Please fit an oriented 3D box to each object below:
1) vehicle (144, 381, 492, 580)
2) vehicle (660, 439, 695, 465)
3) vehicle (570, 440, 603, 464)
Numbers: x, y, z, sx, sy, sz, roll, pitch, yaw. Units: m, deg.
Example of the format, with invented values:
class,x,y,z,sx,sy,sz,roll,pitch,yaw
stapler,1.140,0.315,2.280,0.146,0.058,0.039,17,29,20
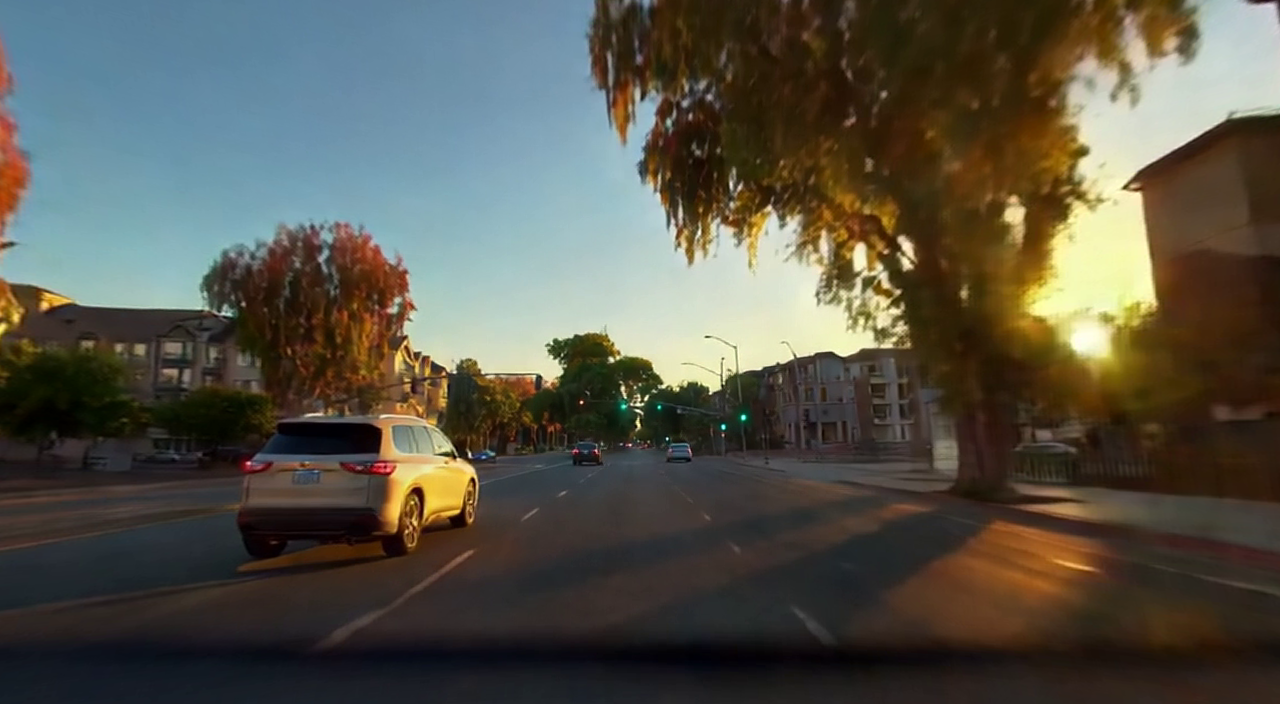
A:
class,x,y,z,sx,sy,sz,roll,pitch,yaw
vehicle,-3.841,1.671,8.997,2.225,1.984,5.168,0,-8,0
vehicle,2.589,7.044,44.540,2.018,1.719,4.369,0,-8,-2
vehicle,-3.967,7.498,47.449,2.083,1.685,4.069,0,-8,1
